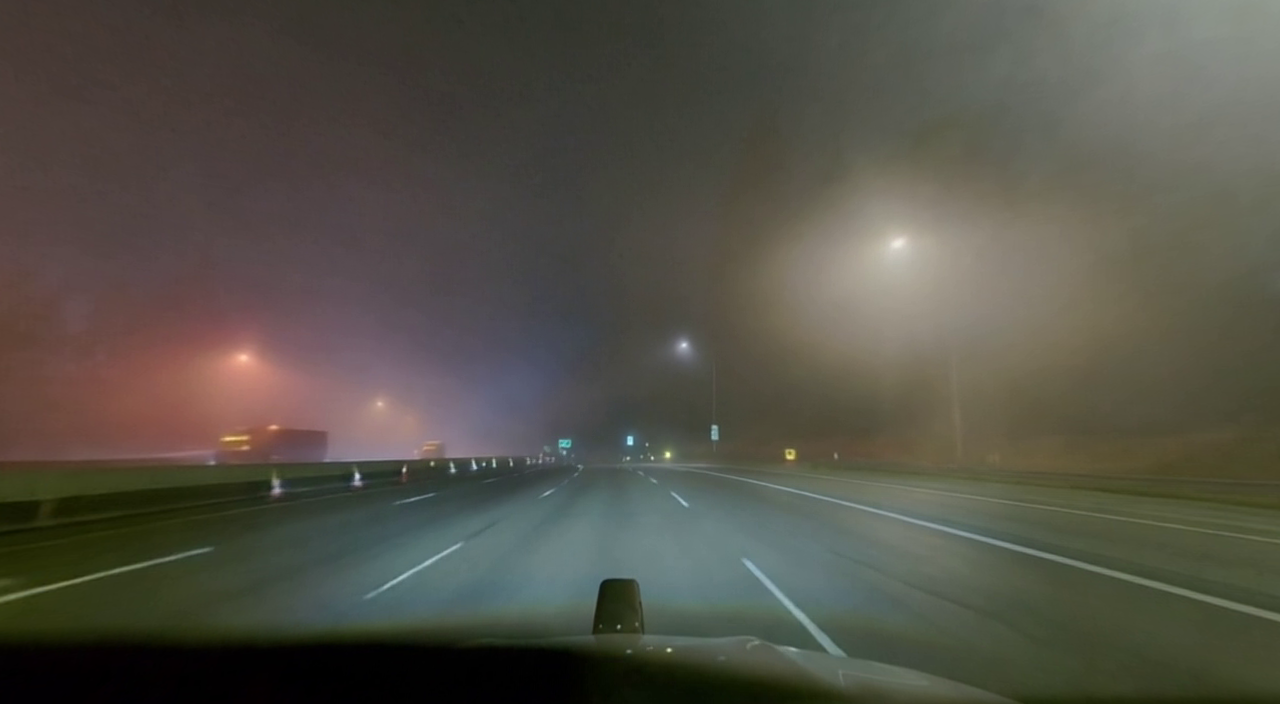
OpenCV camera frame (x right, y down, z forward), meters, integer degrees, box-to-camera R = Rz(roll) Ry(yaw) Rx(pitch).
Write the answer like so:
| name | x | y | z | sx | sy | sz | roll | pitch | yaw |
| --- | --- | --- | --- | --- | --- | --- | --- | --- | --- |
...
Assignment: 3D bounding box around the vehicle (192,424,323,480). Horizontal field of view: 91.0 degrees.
| name | x | y | z | sx | sy | sz | roll | pitch | yaw |
| --- | --- | --- | --- | --- | --- | --- | --- | --- | --- |
| vehicle | -18.264 | 4.928 | 30.643 | 2.450 | 2.180 | 6.404 | 6 | -11 | -2 |
